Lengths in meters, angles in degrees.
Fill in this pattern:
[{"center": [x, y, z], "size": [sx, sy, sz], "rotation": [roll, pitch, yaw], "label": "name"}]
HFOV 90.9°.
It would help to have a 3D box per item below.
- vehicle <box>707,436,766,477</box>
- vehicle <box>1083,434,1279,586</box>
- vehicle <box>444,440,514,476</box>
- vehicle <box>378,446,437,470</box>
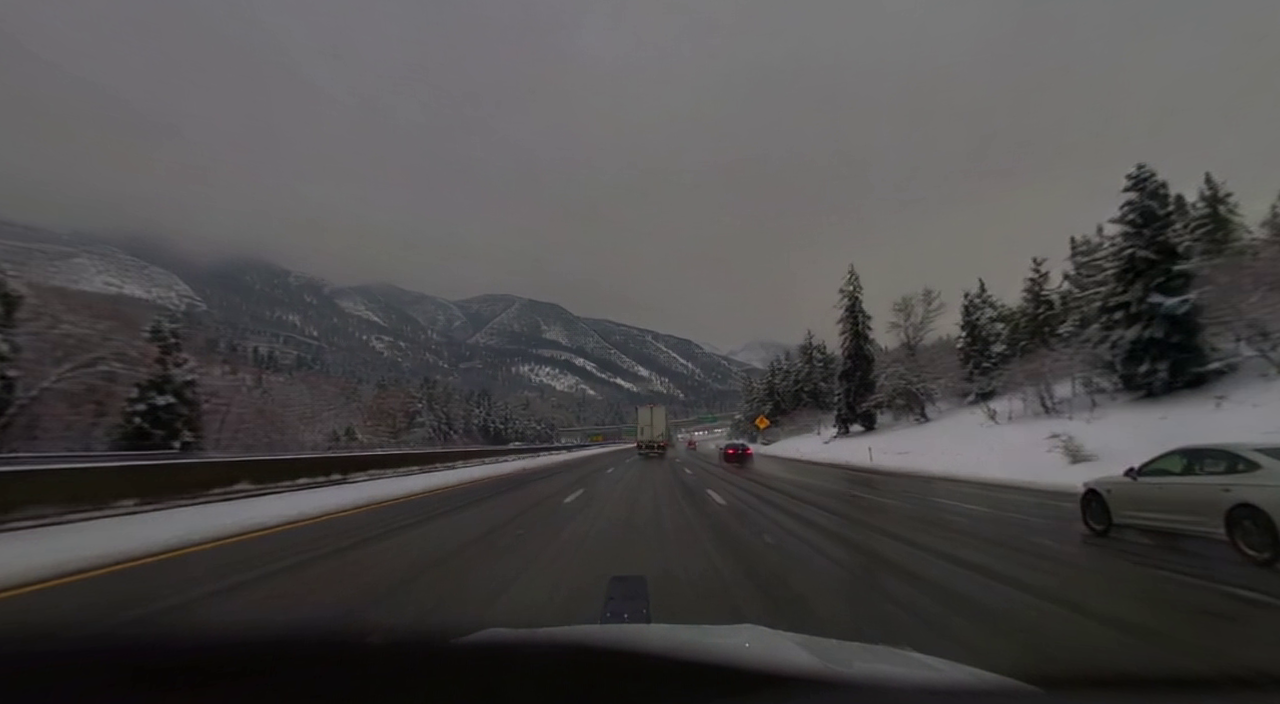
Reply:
[{"center": [4.066, 4.468, 27.161], "size": [1.880, 1.624, 3.941], "rotation": [0, -8, 0], "label": "vehicle"}, {"center": [7.117, 1.581, 6.552], "size": [1.982, 1.440, 4.171], "rotation": [0, -8, 1], "label": "vehicle"}, {"center": [-7.372, 4.911, 29.333], "size": [1.974, 1.488, 4.325], "rotation": [-1, -9, 2], "label": "vehicle"}, {"center": [-15.379, 6.995, 41.933], "size": [1.974, 1.501, 4.698], "rotation": [-1, -8, 2], "label": "vehicle"}]
